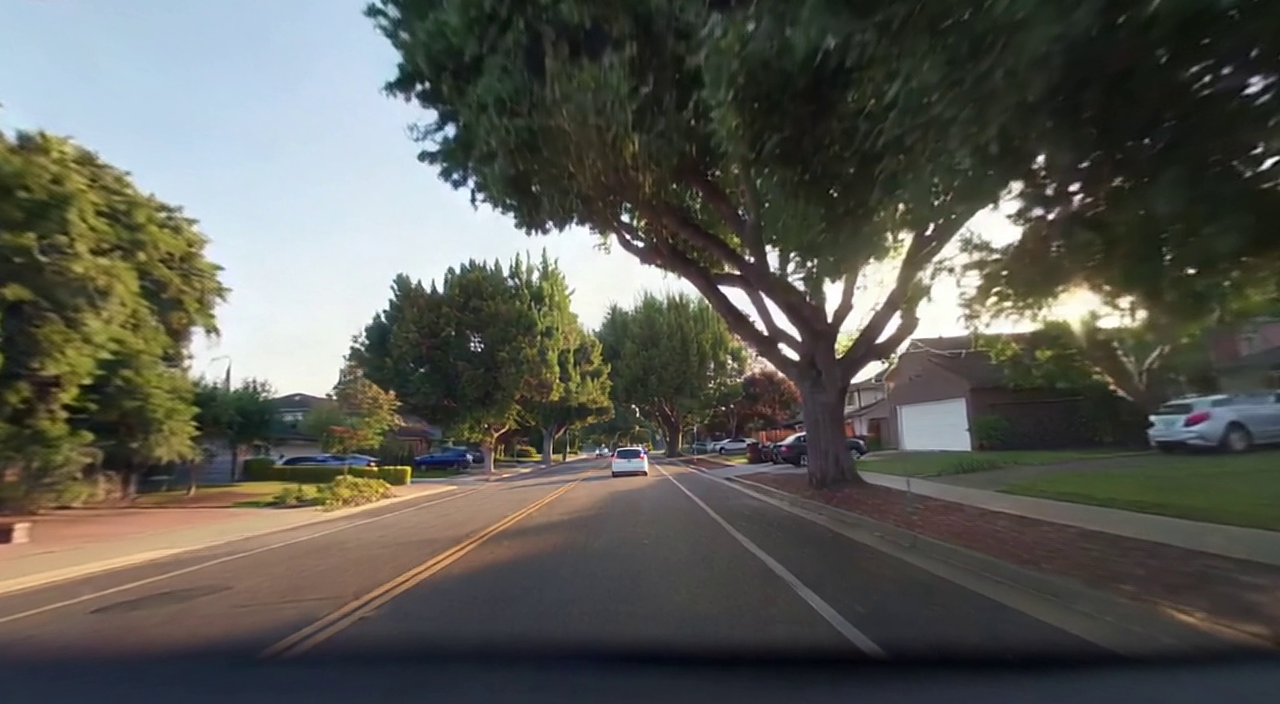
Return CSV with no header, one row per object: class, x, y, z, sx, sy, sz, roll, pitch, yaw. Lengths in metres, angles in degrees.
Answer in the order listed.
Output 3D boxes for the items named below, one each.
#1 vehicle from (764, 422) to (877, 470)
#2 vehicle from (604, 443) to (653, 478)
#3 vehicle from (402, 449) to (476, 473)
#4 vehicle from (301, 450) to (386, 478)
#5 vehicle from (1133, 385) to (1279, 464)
vehicle,8.283,4.371,29.352,4.513,1.617,1.998,-7,-9,-1
vehicle,-0.475,4.985,29.315,2.098,1.483,4.099,0,-9,0
vehicle,-14.837,8.063,46.830,4.608,1.743,2.222,-1,-9,7
vehicle,-17.121,6.434,36.492,4.608,1.481,1.890,-4,-10,26
vehicle,17.038,1.877,17.262,5.269,1.813,2.063,-5,-9,-1
